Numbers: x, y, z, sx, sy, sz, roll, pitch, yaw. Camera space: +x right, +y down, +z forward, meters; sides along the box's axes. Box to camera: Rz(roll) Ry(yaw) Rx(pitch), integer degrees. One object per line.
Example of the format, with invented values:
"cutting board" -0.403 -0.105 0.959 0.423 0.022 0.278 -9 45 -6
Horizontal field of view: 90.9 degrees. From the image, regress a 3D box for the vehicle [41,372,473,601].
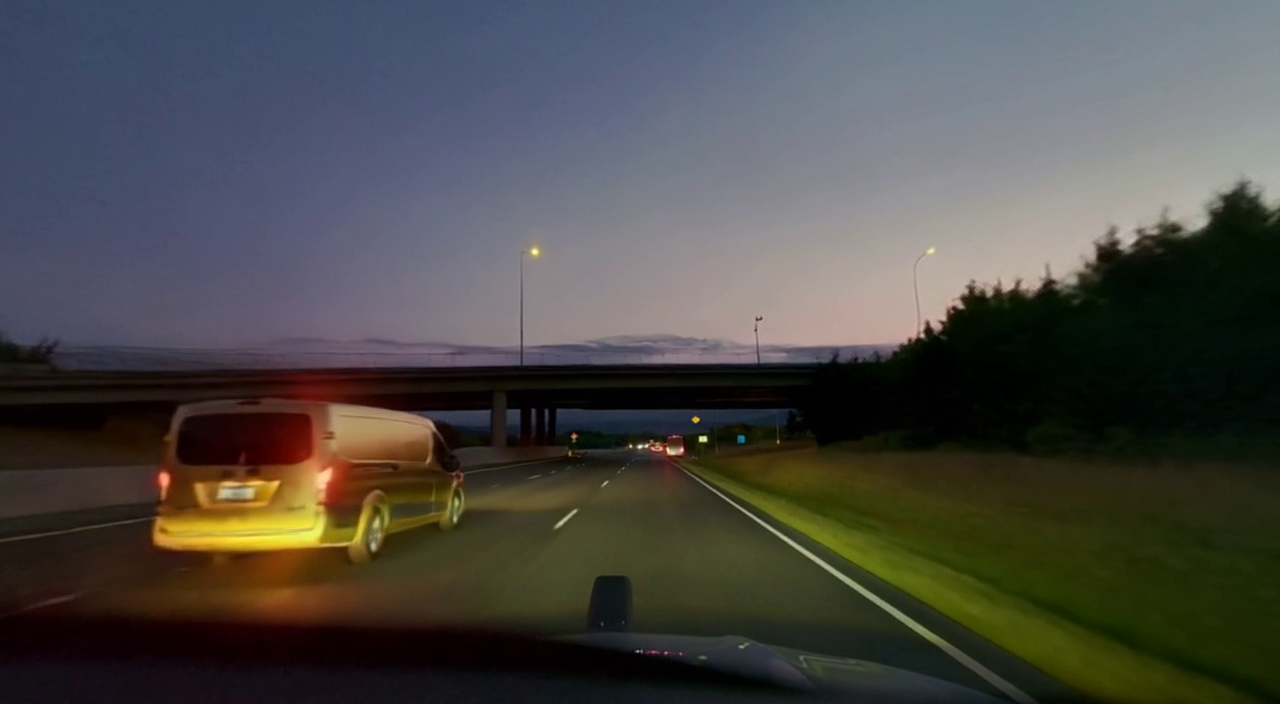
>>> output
"vehicle" -3.921 1.531 7.919 2.167 1.929 5.037 0 -9 1
